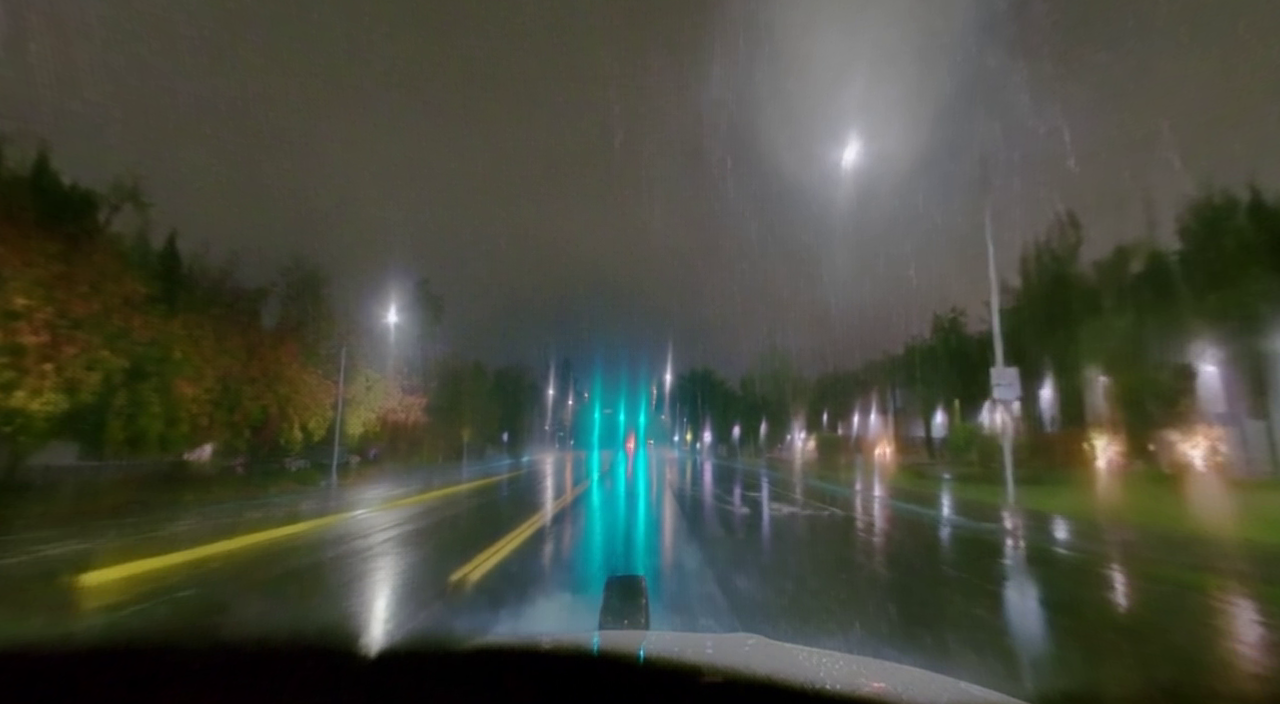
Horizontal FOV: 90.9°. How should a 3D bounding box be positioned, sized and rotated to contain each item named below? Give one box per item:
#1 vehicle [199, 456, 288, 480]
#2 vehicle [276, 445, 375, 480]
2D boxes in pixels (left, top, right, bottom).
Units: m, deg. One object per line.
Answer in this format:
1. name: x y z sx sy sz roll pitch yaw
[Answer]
1. vehicle: -27.732 8.111 44.207 4.696 1.518 2.224 0 -8 -2
2. vehicle: -21.892 7.685 44.030 5.841 1.902 2.244 -5 -8 4
